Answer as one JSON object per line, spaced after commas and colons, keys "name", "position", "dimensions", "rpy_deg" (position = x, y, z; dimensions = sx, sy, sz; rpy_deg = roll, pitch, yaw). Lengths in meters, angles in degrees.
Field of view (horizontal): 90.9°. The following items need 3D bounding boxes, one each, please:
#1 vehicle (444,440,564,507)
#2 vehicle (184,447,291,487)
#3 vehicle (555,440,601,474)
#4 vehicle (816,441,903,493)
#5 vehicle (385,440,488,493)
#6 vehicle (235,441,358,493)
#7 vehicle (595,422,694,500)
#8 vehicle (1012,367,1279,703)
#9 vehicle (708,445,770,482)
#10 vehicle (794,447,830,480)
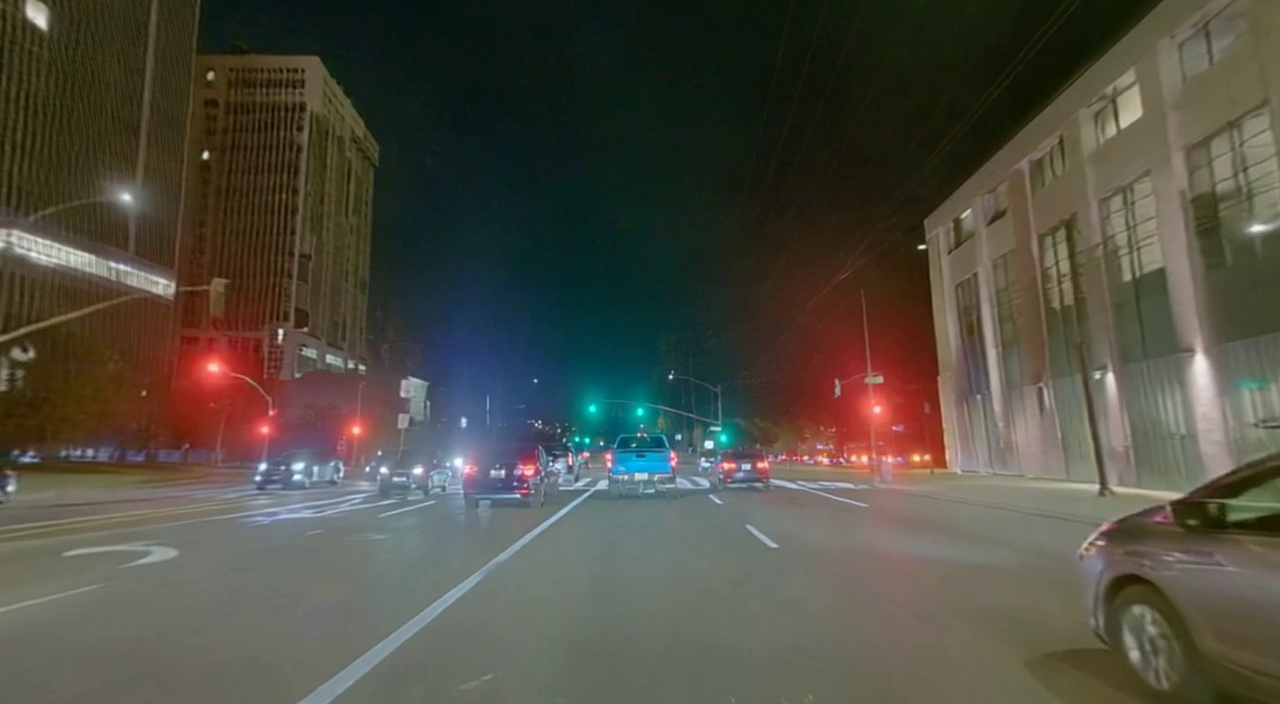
{"name": "vehicle", "position": [-3.268, 3.013, 16.199], "dimensions": [1.986, 1.465, 4.509], "rpy_deg": [0, -8, 1]}
{"name": "vehicle", "position": [-18.527, 5.273, 29.300], "dimensions": [2.025, 1.625, 4.527], "rpy_deg": [0, -8, -1]}
{"name": "vehicle", "position": [-3.321, 5.693, 34.492], "dimensions": [2.018, 1.700, 4.142], "rpy_deg": [0, -8, 0]}
{"name": "vehicle", "position": [8.851, 4.626, 25.854], "dimensions": [2.126, 1.820, 4.521], "rpy_deg": [2, -8, 2]}
{"name": "vehicle", "position": [-6.625, 3.748, 21.076], "dimensions": [1.907, 1.541, 4.364], "rpy_deg": [0, -8, 1]}
{"name": "vehicle", "position": [-12.239, 4.091, 22.867], "dimensions": [2.054, 1.662, 4.384], "rpy_deg": [0, -8, -1]}
{"name": "vehicle", "position": [0.095, 3.112, 18.419], "dimensions": [2.493, 1.934, 4.957], "rpy_deg": [0, -8, 0]}
{"name": "vehicle", "position": [3.433, 0.818, 2.026], "dimensions": [1.955, 1.628, 4.152], "rpy_deg": [0, -8, 1]}
{"name": "vehicle", "position": [4.201, 4.789, 27.449], "dimensions": [1.968, 1.472, 4.456], "rpy_deg": [0, -8, 0]}
{"name": "vehicle", "position": [10.140, 6.508, 37.157], "dimensions": [1.944, 1.718, 4.122], "rpy_deg": [-1, -8, 15]}
